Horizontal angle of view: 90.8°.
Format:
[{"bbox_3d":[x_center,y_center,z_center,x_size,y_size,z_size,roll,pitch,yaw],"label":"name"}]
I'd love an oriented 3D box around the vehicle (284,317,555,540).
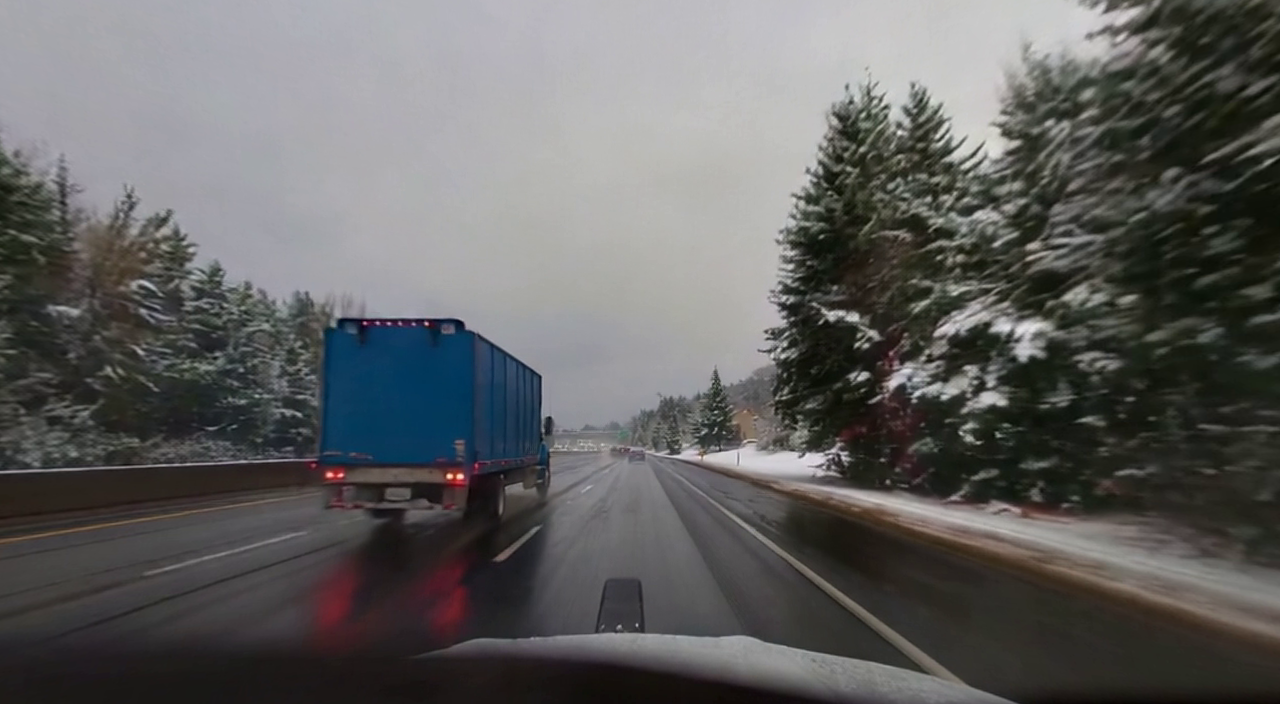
[{"bbox_3d":[-3.800,1.715,13.513,2.874,3.309,8.208,0,-9,-1],"label":"vehicle"}]
